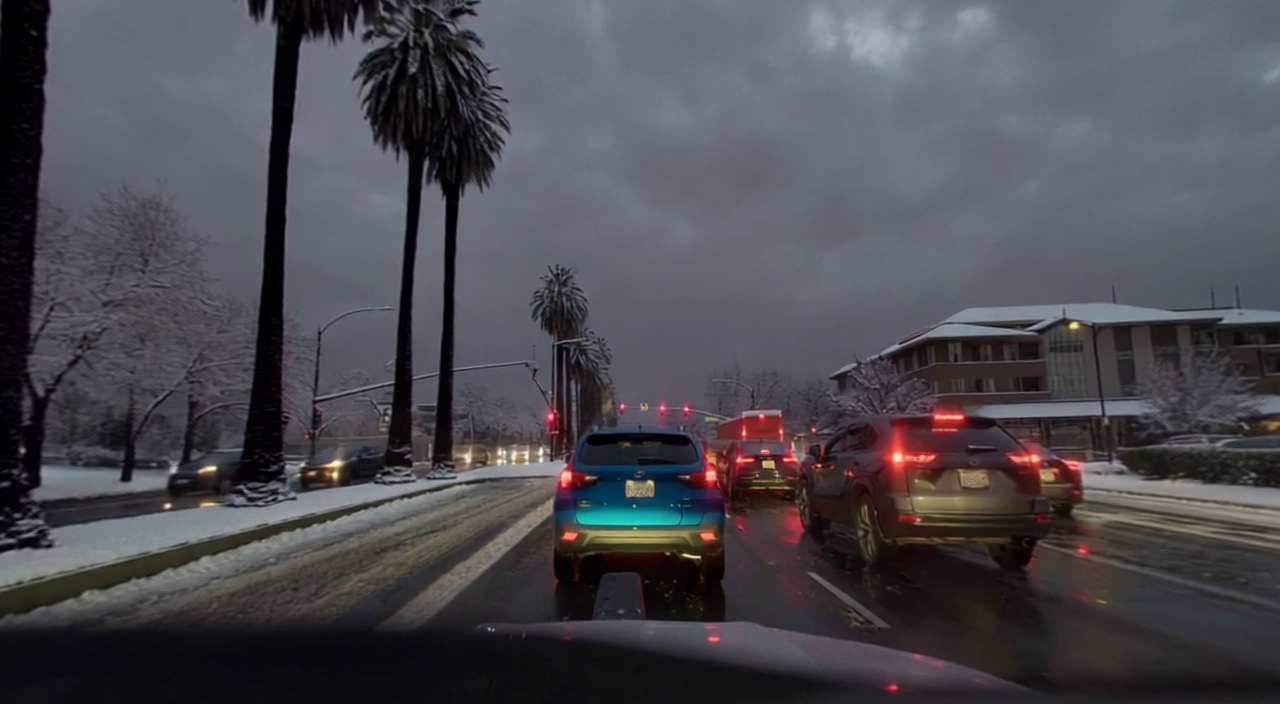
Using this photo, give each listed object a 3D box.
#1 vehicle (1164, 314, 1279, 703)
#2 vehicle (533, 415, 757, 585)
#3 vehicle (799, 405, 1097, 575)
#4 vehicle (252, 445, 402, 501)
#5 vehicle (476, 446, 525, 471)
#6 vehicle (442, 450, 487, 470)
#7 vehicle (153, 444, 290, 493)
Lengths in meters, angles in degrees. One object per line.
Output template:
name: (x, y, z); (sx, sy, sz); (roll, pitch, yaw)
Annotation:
vehicle: (3.390, 0.452, 0.158); (2.171, 1.806, 5.058); (0, -9, 0)
vehicle: (0.038, 1.688, 7.977); (2.083, 1.572, 4.021); (0, -9, 0)
vehicle: (3.685, 1.724, 8.605); (1.947, 1.725, 4.159); (0, -9, 0)
vehicle: (-9.170, 3.554, 19.034); (2.168, 1.462, 4.505); (0, -9, 0)
vehicle: (-8.595, 6.580, 39.291); (1.975, 1.478, 4.670); (0, -9, 0)
vehicle: (-12.289, 7.597, 44.516); (1.946, 1.347, 4.021); (0, -9, 1)
vehicle: (-16.458, 4.564, 25.230); (2.167, 1.737, 4.824); (0, -9, 0)
